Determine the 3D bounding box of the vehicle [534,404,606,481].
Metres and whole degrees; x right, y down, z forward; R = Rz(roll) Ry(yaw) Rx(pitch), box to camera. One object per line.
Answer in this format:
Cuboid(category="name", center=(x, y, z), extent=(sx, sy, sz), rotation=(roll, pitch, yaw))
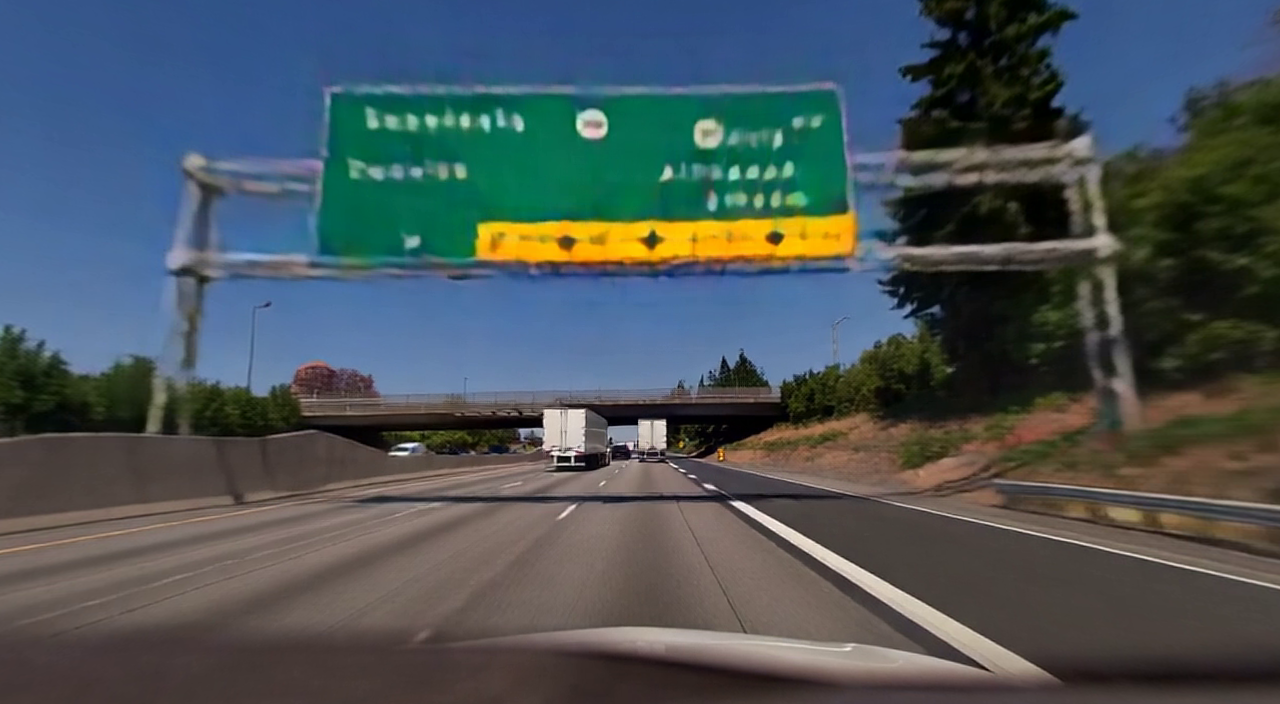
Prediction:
Cuboid(category="vehicle", center=(-3.182, 4.444, 30.602), extent=(2.696, 3.266, 7.062), rotation=(0, -9, 0))
